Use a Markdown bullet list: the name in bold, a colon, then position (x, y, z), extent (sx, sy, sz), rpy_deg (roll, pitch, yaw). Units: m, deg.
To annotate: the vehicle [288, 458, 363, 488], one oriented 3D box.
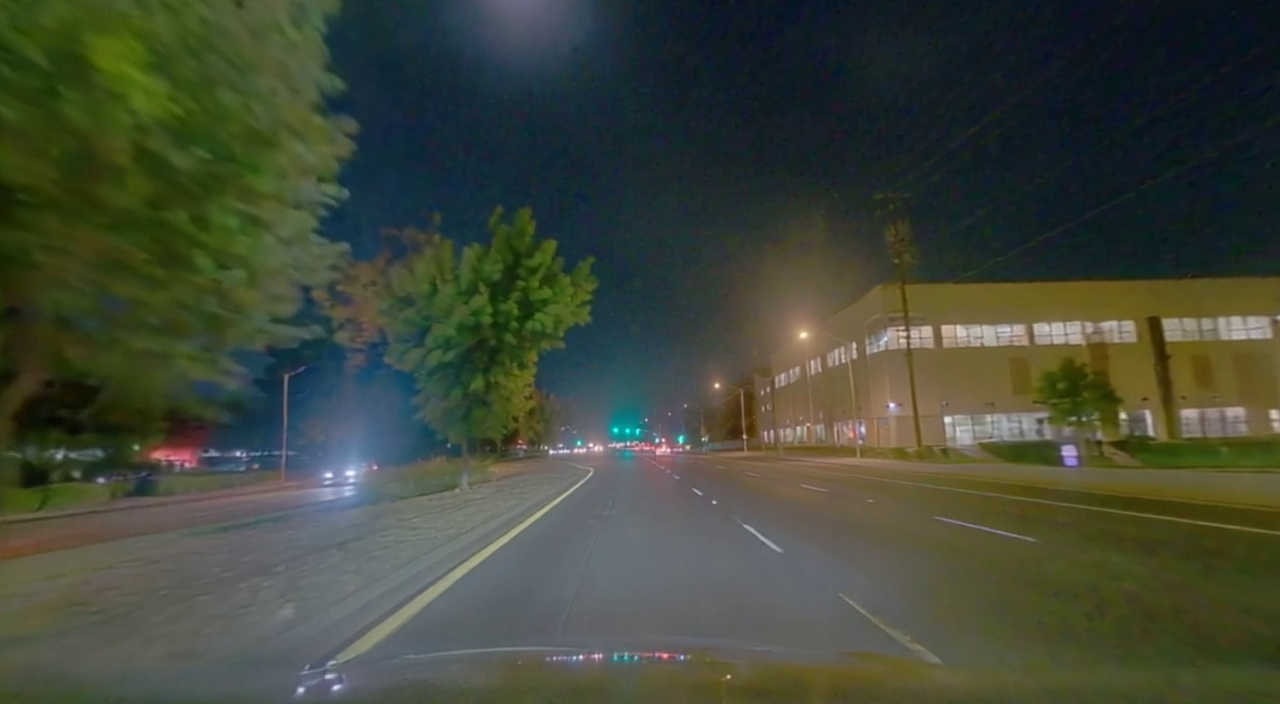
- **vehicle**: position (-18.167, 7.001, 36.765), extent (1.914, 1.524, 4.768), rpy_deg (0, -9, -1)
